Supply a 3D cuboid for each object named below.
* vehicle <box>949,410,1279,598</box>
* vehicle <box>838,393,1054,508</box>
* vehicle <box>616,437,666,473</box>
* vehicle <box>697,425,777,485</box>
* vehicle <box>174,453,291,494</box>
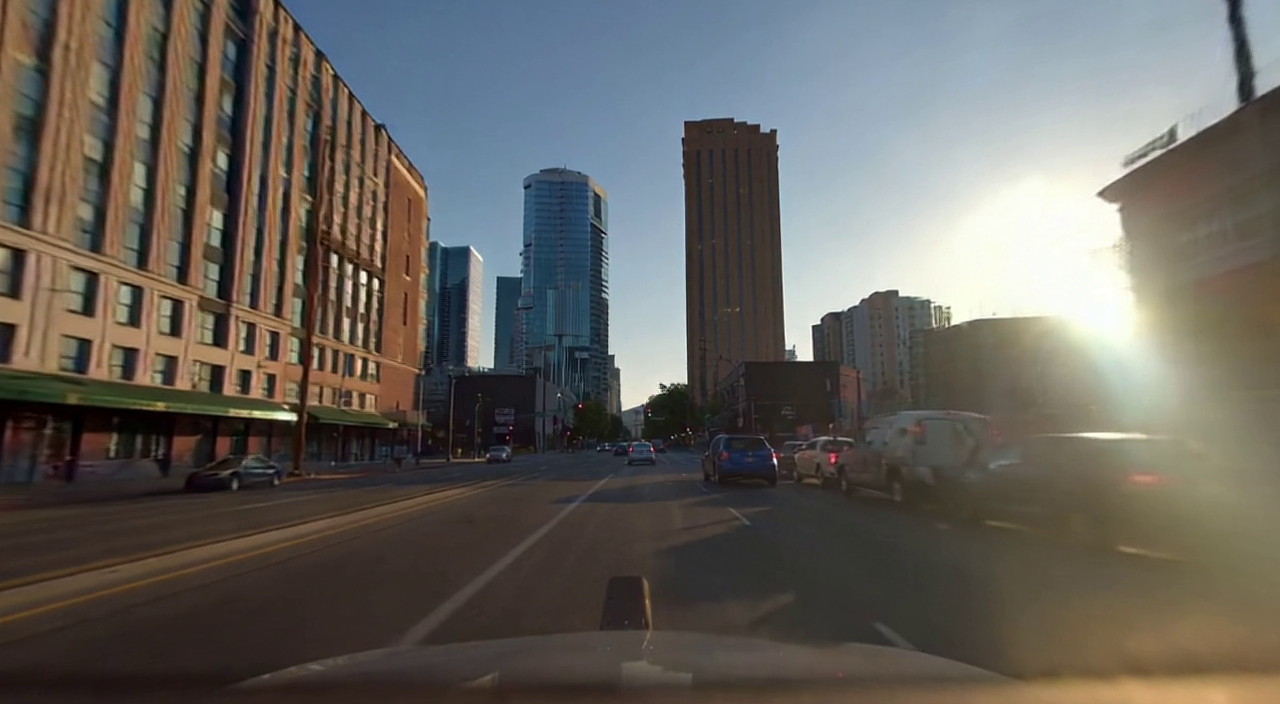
[{"bbox_3d":[6.733,1.909,8.933,2.176,1.901,4.887,0,-8,0],"label":"vehicle"},{"bbox_3d":[6.759,2.283,14.881,2.396,2.218,5.242,0,-8,0],"label":"vehicle"},{"bbox_3d":[0.048,4.952,30.376,2.245,1.587,4.094,0,-8,0],"label":"vehicle"},{"bbox_3d":[3.463,3.793,23.453,2.159,1.938,4.836,0,-8,0],"label":"vehicle"},{"bbox_3d":[-17.407,5.169,27.250,1.924,1.558,4.620,0,-8,1],"label":"vehicle"}]
